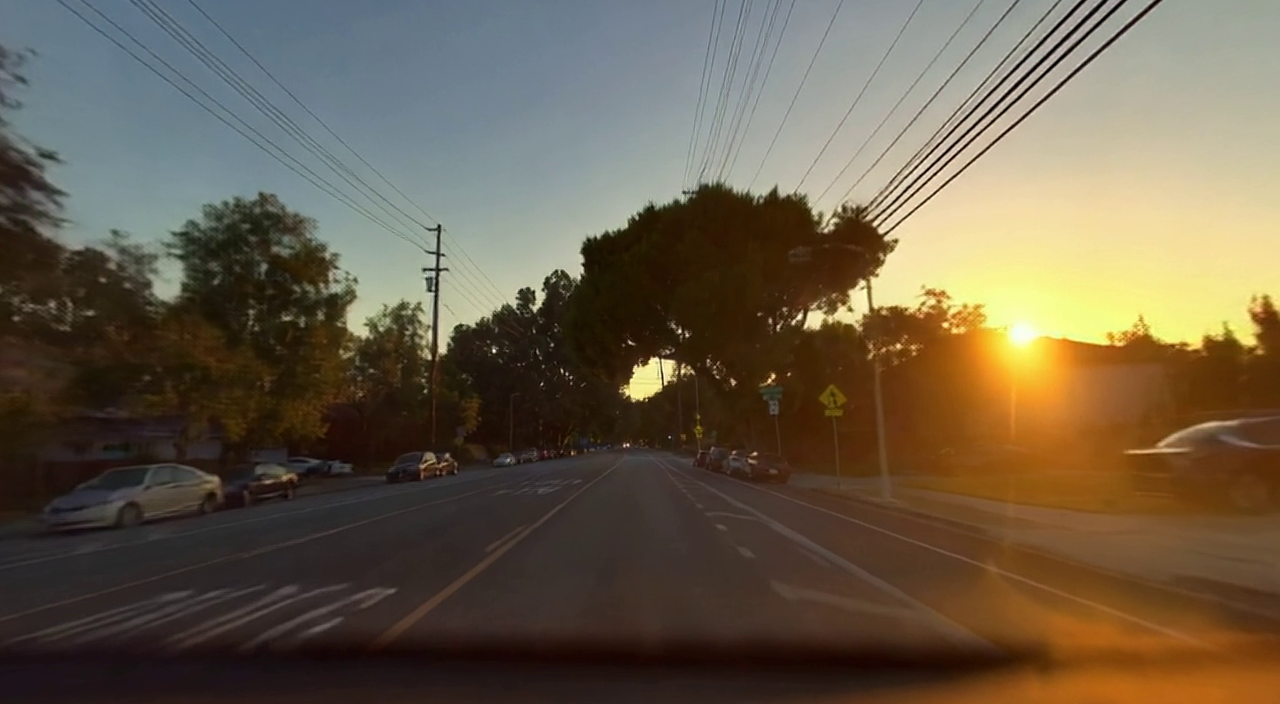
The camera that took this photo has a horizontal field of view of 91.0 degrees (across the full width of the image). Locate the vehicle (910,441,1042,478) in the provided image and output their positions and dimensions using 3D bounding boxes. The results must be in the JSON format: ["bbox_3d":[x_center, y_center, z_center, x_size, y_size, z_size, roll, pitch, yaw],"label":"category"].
[{"bbox_3d":[12.738,4.080,24.057,3.983,1.332,1.812,0,-8,2],"label":"vehicle"}]

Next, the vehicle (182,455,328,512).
[{"bbox_3d":[-12.186,4.147,20.344,1.877,1.474,4.419,-2,-9,1],"label":"vehicle"}]

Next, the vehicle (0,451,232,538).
[{"bbox_3d":[-12.311,3.313,15.295,1.999,1.650,4.381,-3,-9,-2],"label":"vehicle"}]

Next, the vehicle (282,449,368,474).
[{"bbox_3d":[-20.828,7.265,41.763,4.601,1.613,2.030,0,-8,-2],"label":"vehicle"}]

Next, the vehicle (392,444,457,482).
[{"bbox_3d":[-12.143,6.258,35.789,2.116,1.875,4.675,-3,-9,0],"label":"vehicle"}]

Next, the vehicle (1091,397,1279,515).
[{"bbox_3d":[12.399,1.888,12.041,5.672,1.951,2.249,-2,-9,0],"label":"vehicle"}]

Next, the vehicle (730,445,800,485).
[{"bbox_3d":[5.018,4.563,25.819,1.924,1.471,4.259,0,-8,-1],"label":"vehicle"}]
